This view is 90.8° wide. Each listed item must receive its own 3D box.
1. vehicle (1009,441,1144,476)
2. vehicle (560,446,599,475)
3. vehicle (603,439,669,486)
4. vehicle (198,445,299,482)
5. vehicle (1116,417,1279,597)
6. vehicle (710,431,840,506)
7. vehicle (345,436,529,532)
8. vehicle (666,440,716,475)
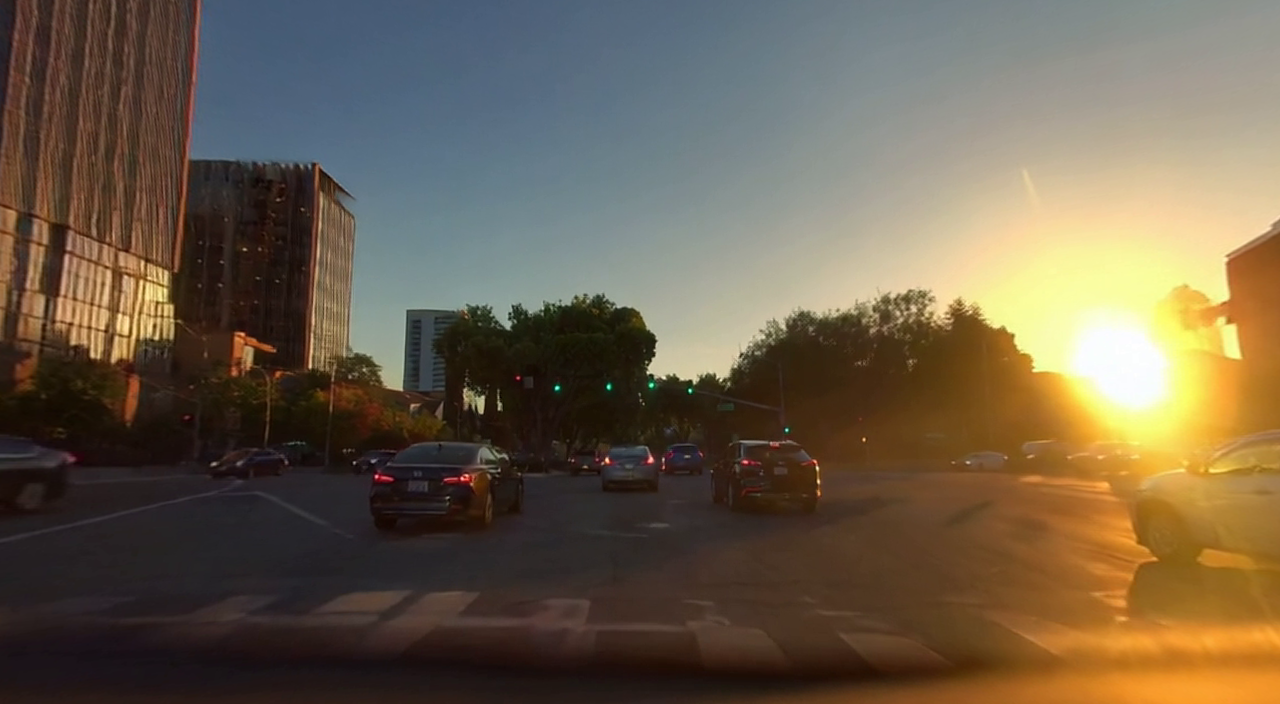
[{"bbox_3d":[19.468,4.742,28.290,4.620,1.446,1.950,0,-8,-2],"label":"vehicle"},{"bbox_3d":[-3.785,6.912,40.526,2.033,1.714,4.278,0,-8,1],"label":"vehicle"},{"bbox_3d":[-0.161,3.811,22.086,2.098,1.461,3.958,0,-8,-1],"label":"vehicle"},{"bbox_3d":[-17.939,5.102,29.262,1.857,1.511,4.399,0,-8,0],"label":"vehicle"},{"bbox_3d":[6.566,1.260,4.887,1.959,1.553,4.809,0,-8,-1],"label":"vehicle"},{"bbox_3d":[3.115,2.805,15.754,1.996,1.566,4.917,0,-8,-2],"label":"vehicle"},{"bbox_3d":[-3.566,2.393,12.154,2.045,1.463,4.490,0,-8,0],"label":"vehicle"},{"bbox_3d":[2.666,5.667,34.242,2.138,1.778,4.422,0,-8,-2],"label":"vehicle"}]
